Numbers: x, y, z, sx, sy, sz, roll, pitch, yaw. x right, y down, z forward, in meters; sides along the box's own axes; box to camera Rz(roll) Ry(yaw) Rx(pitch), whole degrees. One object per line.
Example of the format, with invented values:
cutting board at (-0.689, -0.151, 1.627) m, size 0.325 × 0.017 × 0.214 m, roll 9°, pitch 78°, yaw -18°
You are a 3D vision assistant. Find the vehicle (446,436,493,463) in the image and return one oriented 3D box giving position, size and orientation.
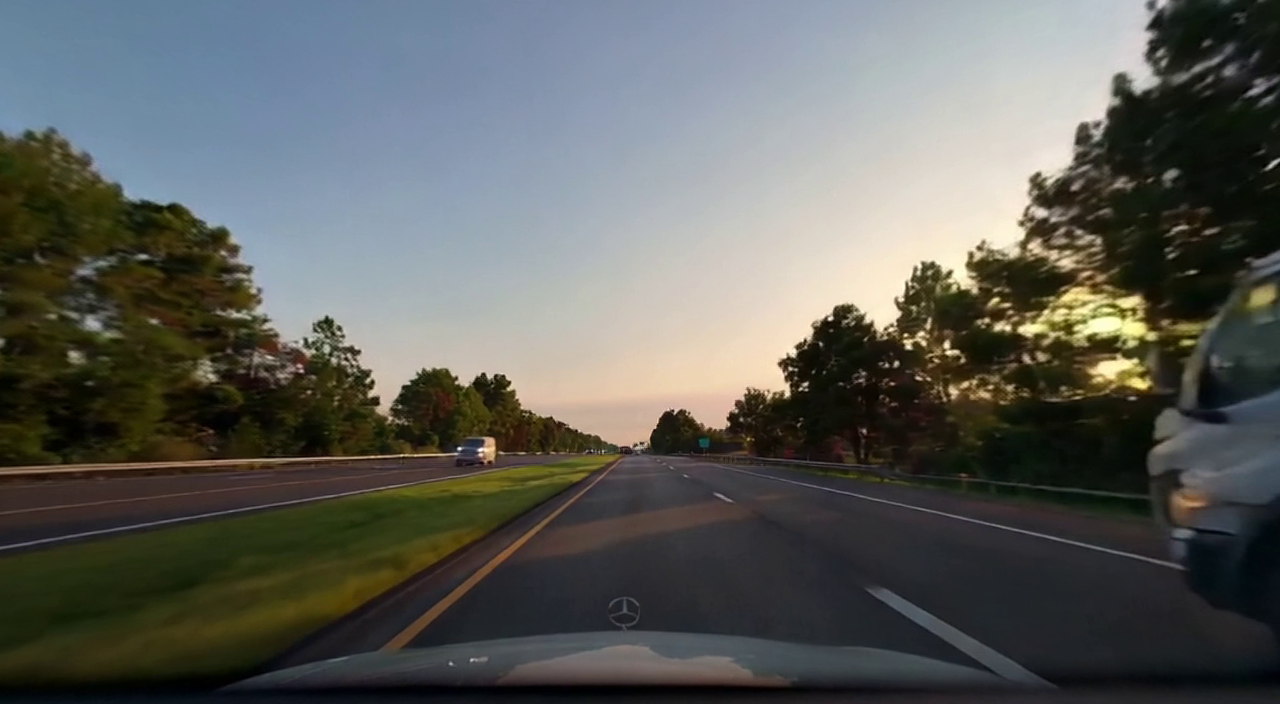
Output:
vehicle at (-12.676, 7.291, 47.282) m, size 2.133 × 1.882 × 5.138 m, roll 0°, pitch -9°, yaw -1°
